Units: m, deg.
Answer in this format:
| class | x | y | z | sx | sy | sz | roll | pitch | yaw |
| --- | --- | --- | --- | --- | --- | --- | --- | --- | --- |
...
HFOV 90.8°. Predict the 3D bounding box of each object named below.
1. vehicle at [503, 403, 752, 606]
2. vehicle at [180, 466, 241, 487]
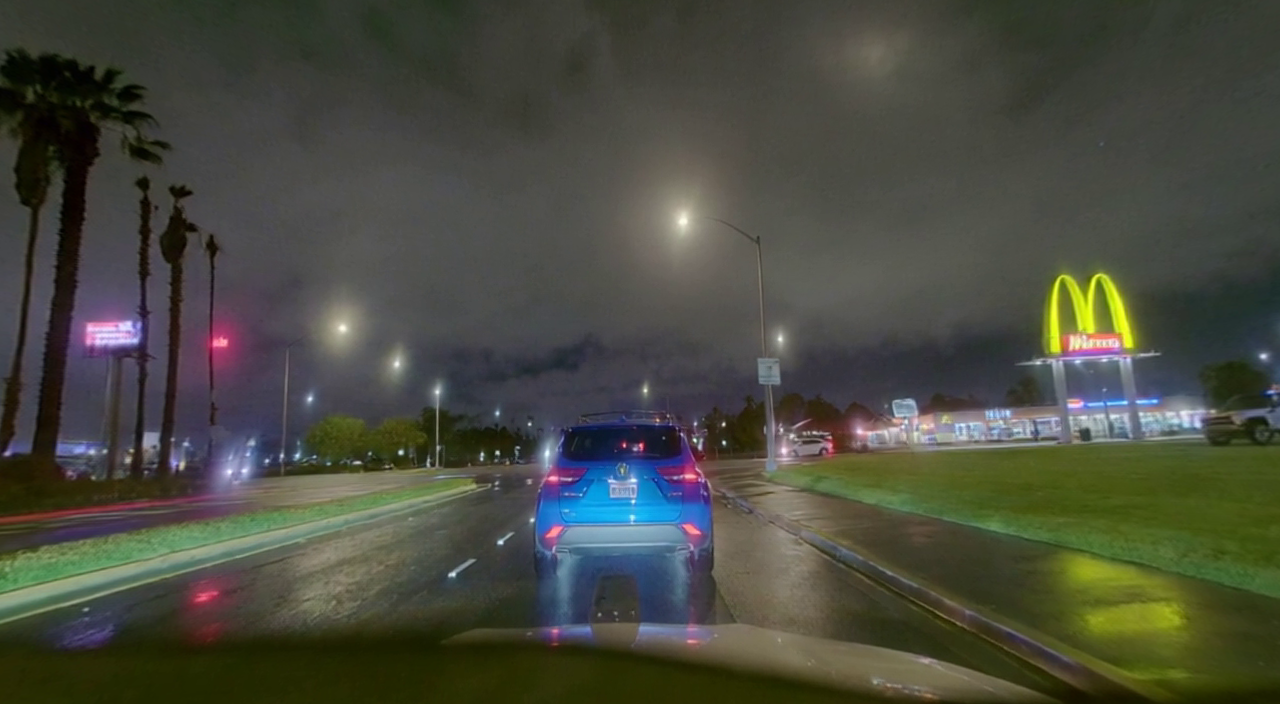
| class | x | y | z | sx | sy | sz | roll | pitch | yaw |
| --- | --- | --- | --- | --- | --- | --- | --- | --- | --- |
| vehicle | -0.149 | 1.610 | 7.484 | 2.137 | 1.728 | 3.926 | 0 | -9 | -1 |
| vehicle | -33.267 | 9.655 | 49.023 | 1.792 | 1.439 | 3.952 | -1 | -9 | 3 |
